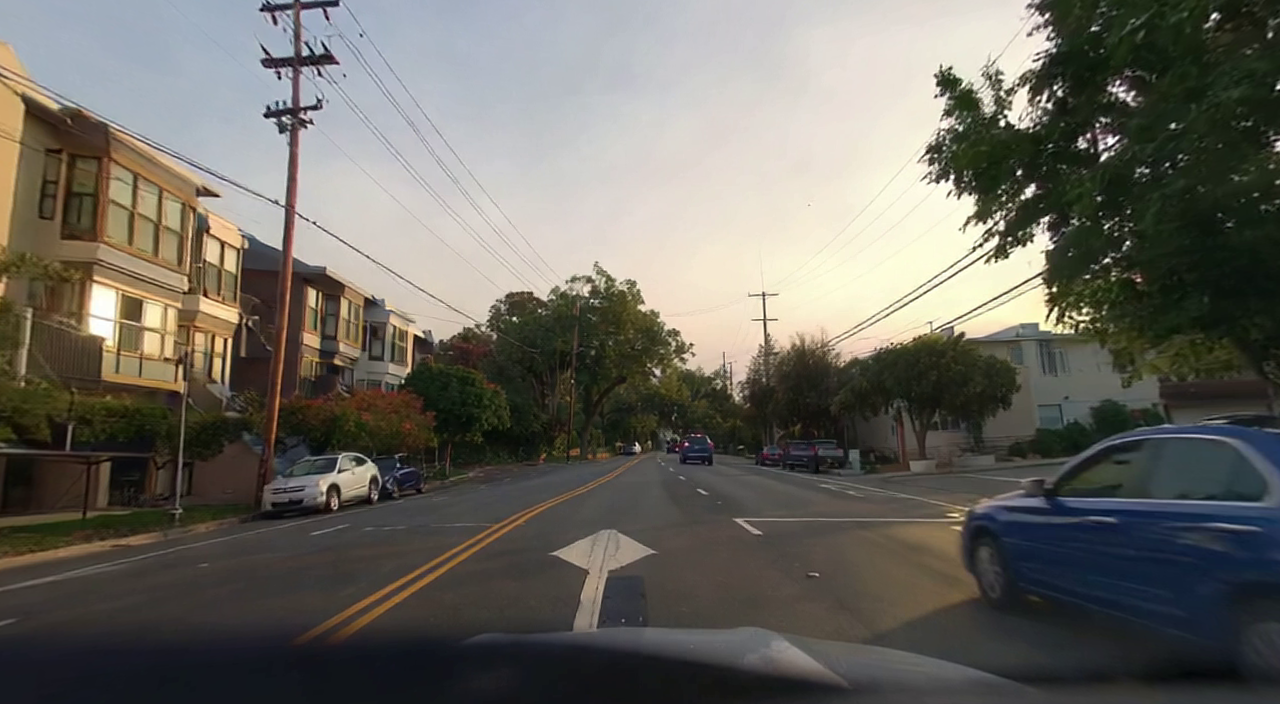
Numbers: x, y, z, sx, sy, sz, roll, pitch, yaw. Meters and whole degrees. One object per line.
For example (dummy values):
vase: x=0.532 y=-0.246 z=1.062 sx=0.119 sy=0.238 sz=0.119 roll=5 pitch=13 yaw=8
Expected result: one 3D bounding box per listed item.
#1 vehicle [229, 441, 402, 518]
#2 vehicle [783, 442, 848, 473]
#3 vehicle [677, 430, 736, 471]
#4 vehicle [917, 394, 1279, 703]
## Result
vehicle: x=-8.728 y=3.421 z=17.525 sx=2.381 sy=1.825 sz=4.652 roll=0 pitch=-8 yaw=-1
vehicle: x=8.929 y=5.380 z=32.341 sx=1.935 sy=1.478 sz=4.711 roll=0 pitch=-8 yaw=-1
vehicle: x=3.031 y=4.633 z=29.663 sx=2.046 sy=1.784 sz=4.687 roll=0 pitch=-8 yaw=-3
vehicle: x=3.698 y=1.128 z=3.787 sx=2.028 sy=1.552 sz=4.370 roll=0 pitch=-8 yaw=0
